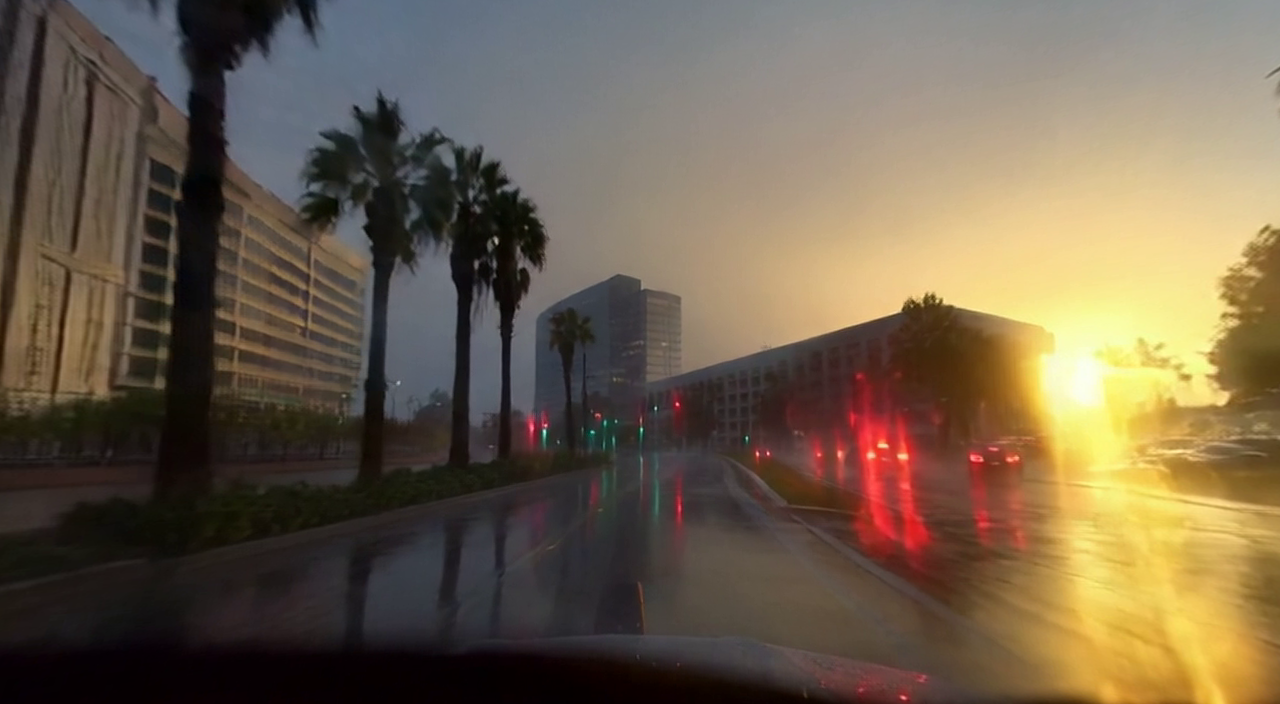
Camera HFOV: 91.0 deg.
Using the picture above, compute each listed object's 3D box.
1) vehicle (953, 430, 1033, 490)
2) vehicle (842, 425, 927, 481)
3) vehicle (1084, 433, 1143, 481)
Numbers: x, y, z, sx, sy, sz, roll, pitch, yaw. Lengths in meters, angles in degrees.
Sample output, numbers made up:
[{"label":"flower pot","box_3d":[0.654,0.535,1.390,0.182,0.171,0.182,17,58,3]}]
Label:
[{"label":"vehicle","box_3d":[14.536,4.451,26.034,2.219,2.342,1.744,-1,-9,7]},{"label":"vehicle","box_3d":[10.103,4.151,26.273,1.813,2.150,3.038,3,-6,-16]},{"label":"vehicle","box_3d":[31.567,7.071,42.039,2.645,2.817,3.475,-10,-18,34]}]
